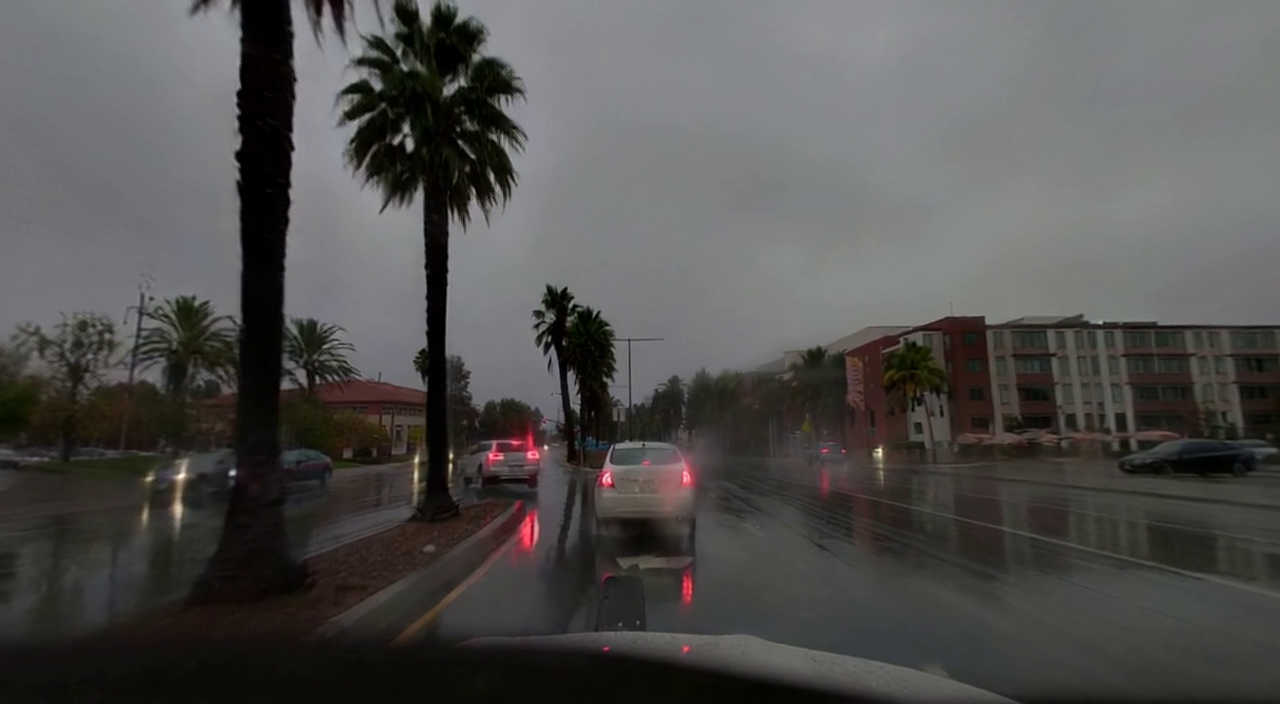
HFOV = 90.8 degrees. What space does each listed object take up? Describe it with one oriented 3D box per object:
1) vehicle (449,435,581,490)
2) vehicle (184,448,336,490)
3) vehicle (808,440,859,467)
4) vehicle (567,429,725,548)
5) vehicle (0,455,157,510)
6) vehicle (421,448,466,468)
[{"bbox_3d":[-4.112,3.499,20.367,2.095,1.552,4.457,8,-12,-43],"label":"vehicle"},{"bbox_3d":[-14.521,4.451,24.284,4.585,1.479,2.088,-1,-9,7],"label":"vehicle"},{"bbox_3d":[14.092,7.404,46.391,2.131,1.832,5.203,0,-9,1],"label":"vehicle"},{"bbox_3d":[-0.008,2.047,10.189,1.986,1.473,4.382,0,-9,-2],"label":"vehicle"},{"bbox_3d":[-16.687,3.792,18.746,4.071,1.442,1.948,-4,-9,24],"label":"vehicle"},{"bbox_3d":[-15.254,8.225,49.328,2.099,1.464,4.615,0,-9,-1],"label":"vehicle"}]
